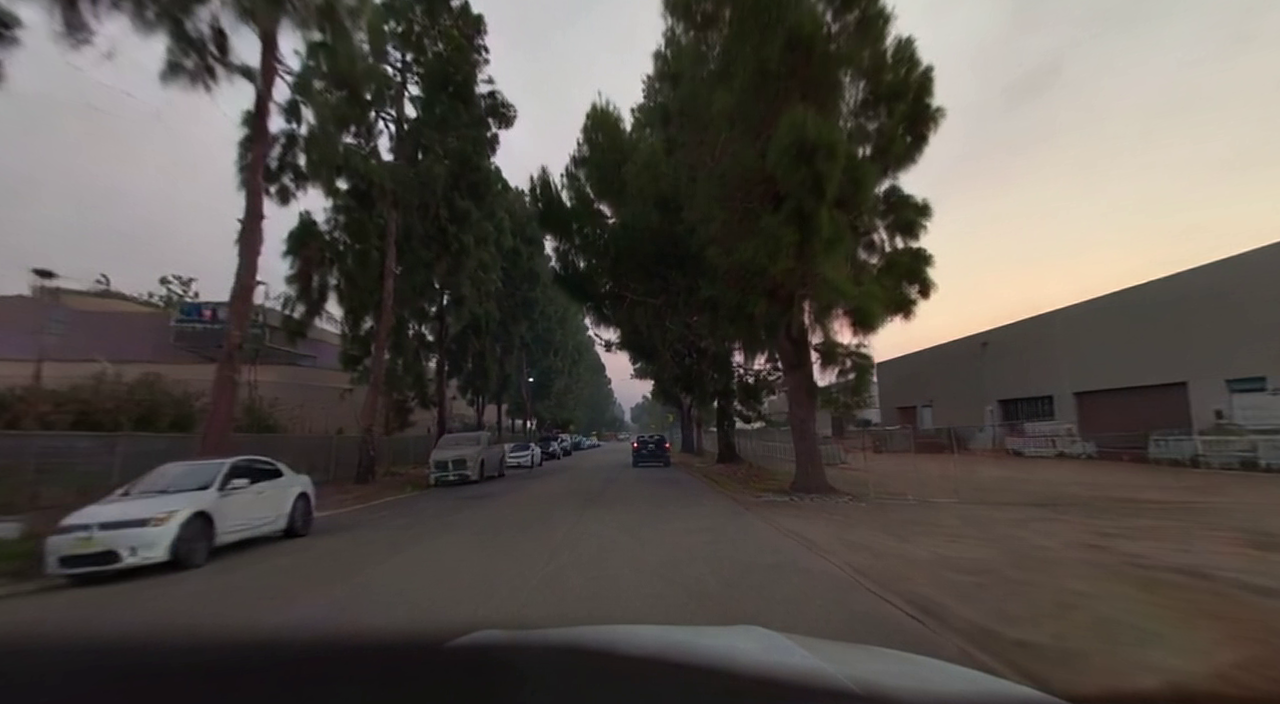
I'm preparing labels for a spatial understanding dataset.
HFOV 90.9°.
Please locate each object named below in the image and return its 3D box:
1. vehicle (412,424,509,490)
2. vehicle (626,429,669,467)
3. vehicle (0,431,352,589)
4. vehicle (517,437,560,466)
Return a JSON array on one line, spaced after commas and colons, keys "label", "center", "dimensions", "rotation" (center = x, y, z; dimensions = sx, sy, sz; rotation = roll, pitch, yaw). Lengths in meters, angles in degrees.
[{"label": "vehicle", "center": [-6.251, 3.726, 22.560], "dimensions": [2.005, 1.989, 4.929], "rotation": [-3, -9, 0]}, {"label": "vehicle", "center": [0.363, 5.155, 34.078], "dimensions": [2.152, 1.874, 4.042], "rotation": [0, -8, 0]}, {"label": "vehicle", "center": [-5.801, 1.966, 8.563], "dimensions": [1.938, 1.500, 4.130], "rotation": [-3, -9, -2]}, {"label": "vehicle", "center": [-6.193, 6.117, 38.913], "dimensions": [1.926, 1.647, 4.185], "rotation": [0, -8, 1]}]
